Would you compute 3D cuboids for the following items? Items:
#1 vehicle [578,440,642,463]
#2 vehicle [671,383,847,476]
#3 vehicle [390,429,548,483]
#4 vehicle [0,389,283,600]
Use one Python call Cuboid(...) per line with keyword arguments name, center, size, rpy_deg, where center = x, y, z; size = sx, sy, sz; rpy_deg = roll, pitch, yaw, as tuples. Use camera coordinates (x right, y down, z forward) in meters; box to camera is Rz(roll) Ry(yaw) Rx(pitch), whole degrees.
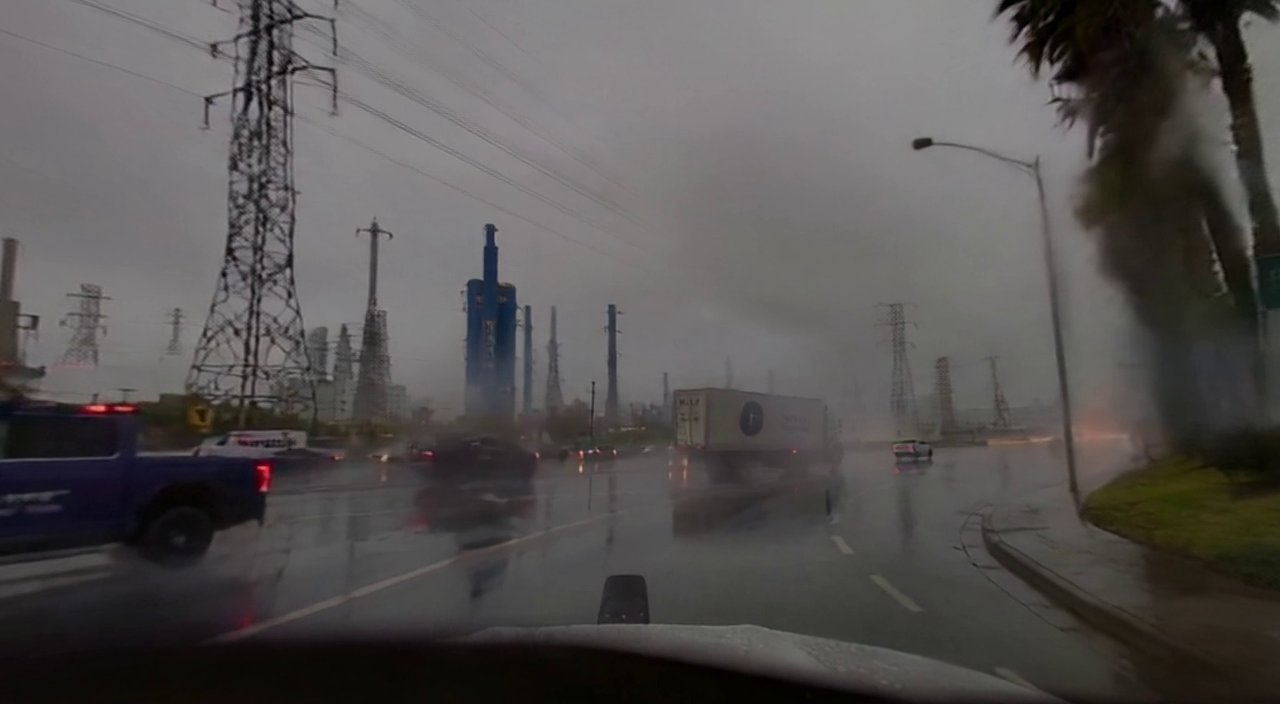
Cuboid(name="vehicle", center=(-2.065, 6.966, 44.022), size=(1.785, 1.502, 4.457), rpy_deg=(-8, -13, 42))
Cuboid(name="vehicle", center=(6.417, 4.013, 31.899), size=(2.903, 3.933, 11.567), rpy_deg=(-8, -11, 42))
Cuboid(name="vehicle", center=(-6.780, 4.180, 25.726), size=(2.266, 1.950, 5.866), rpy_deg=(-7, -11, 41))
Cuboid(name="vehicle", center=(-6.653, 1.318, 6.010), size=(2.101, 1.848, 5.132), rpy_deg=(-6, -10, 35))
